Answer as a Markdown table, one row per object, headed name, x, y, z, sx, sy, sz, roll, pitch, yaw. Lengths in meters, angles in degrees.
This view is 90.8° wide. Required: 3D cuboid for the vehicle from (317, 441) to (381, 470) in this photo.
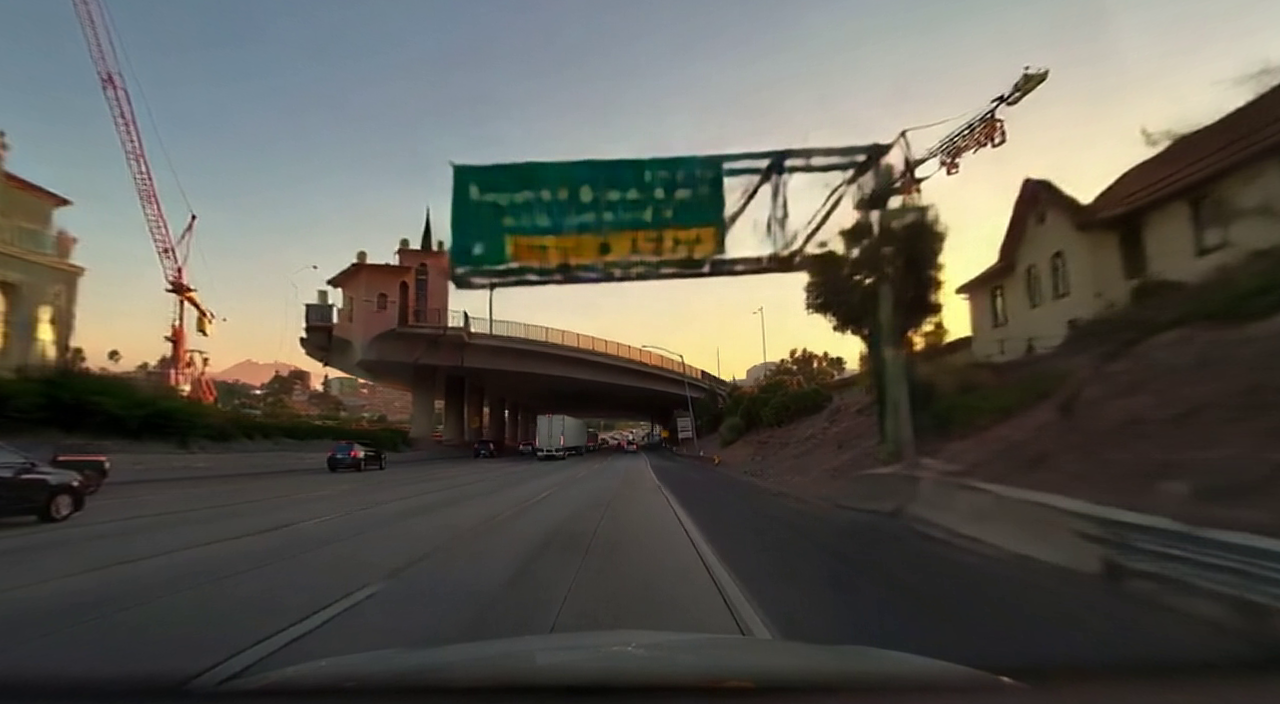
| name | x | y | z | sx | sy | sz | roll | pitch | yaw |
| --- | --- | --- | --- | --- | --- | --- | --- | --- | --- |
| vehicle | -18.846 | 6.718 | 41.136 | 1.932 | 1.752 | 4.541 | 0 | -9 | 0 |
